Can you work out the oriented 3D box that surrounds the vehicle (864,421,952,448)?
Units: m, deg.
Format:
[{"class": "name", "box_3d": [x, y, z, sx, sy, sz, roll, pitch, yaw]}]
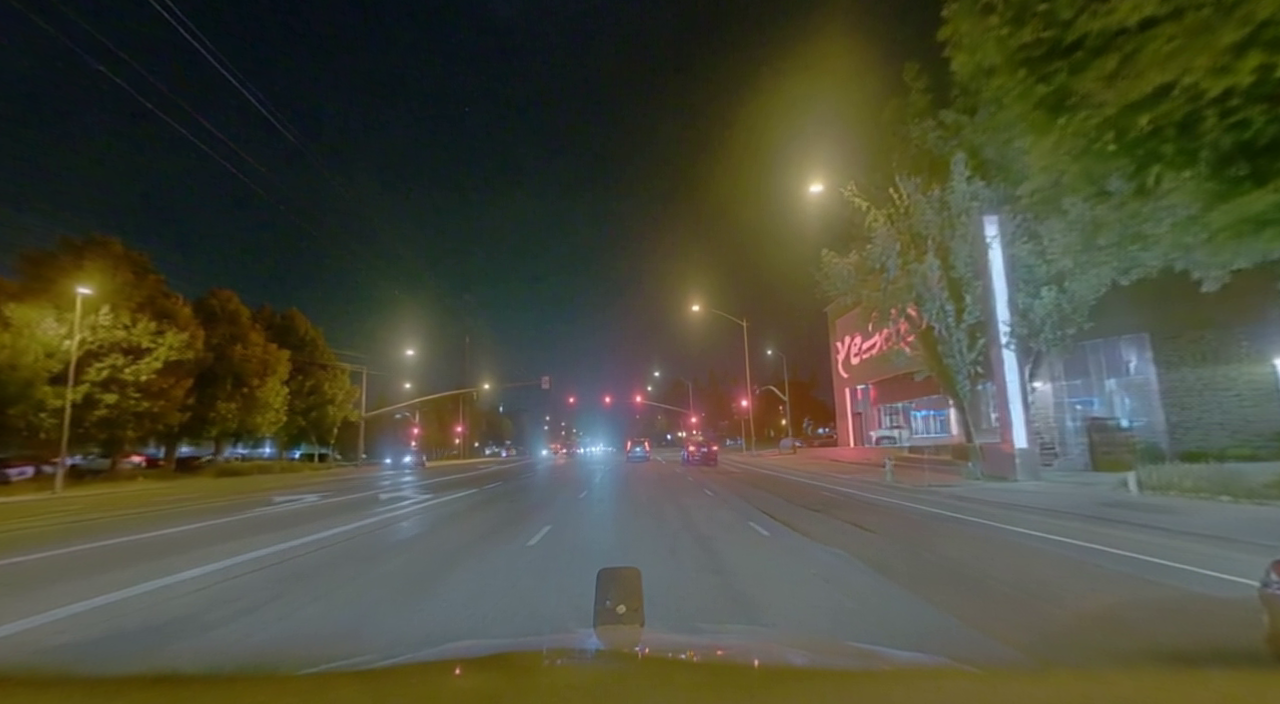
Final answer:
[{"class": "vehicle", "box_3d": [15.745, 4.913, 37.295, 4.344, 1.512, 1.936, -1, -8, 5]}]

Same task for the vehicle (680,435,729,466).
[{"class": "vehicle", "box_3d": [3.645, 5.689, 36.688, 2.198, 1.660, 4.512, 0, -8, -2]}]

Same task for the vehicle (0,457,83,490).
[{"class": "vehicle", "box_3d": [-34.343, 6.769, 35.209, 4.528, 1.675, 2.083, 5, -10, -31]}]

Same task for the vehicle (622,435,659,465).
[{"class": "vehicle", "box_3d": [-0.038, 5.998, 38.810, 2.146, 1.685, 4.003, 0, -8, -2]}]

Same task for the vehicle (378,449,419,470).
[{"class": "vehicle", "box_3d": [-18.726, 8.331, 49.237, 1.832, 1.515, 4.369, 1, -8, -5]}]
